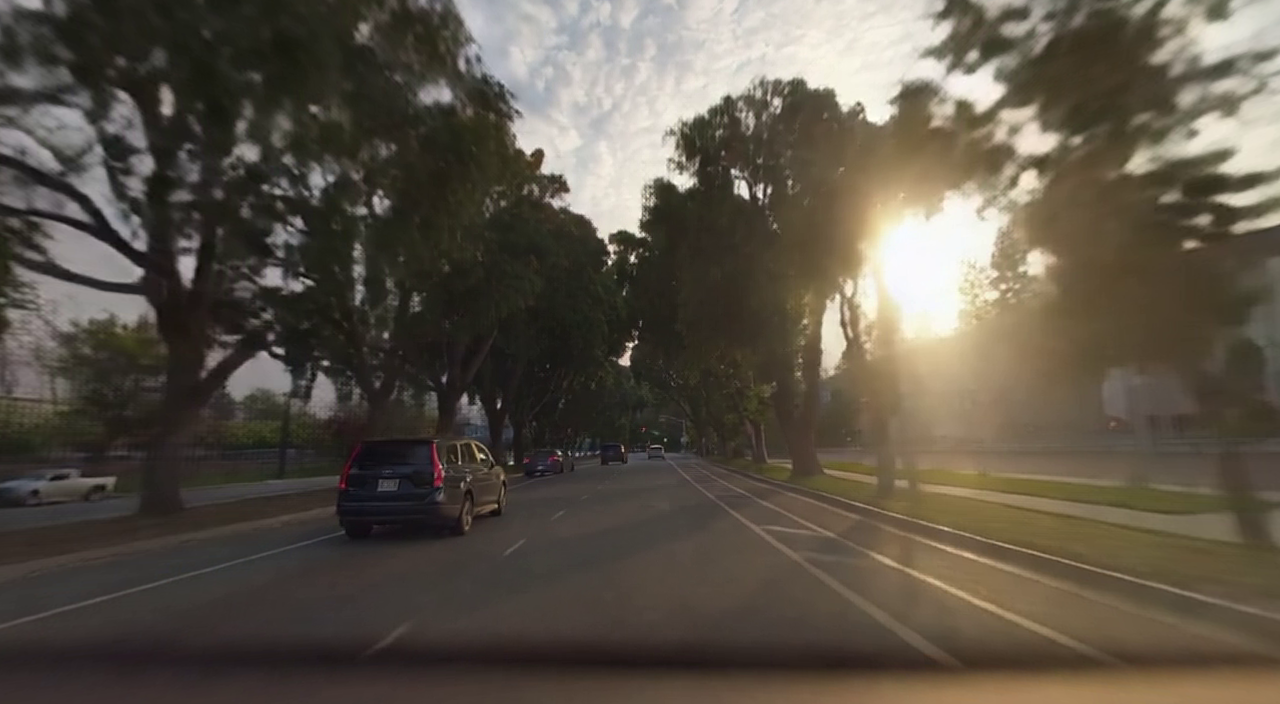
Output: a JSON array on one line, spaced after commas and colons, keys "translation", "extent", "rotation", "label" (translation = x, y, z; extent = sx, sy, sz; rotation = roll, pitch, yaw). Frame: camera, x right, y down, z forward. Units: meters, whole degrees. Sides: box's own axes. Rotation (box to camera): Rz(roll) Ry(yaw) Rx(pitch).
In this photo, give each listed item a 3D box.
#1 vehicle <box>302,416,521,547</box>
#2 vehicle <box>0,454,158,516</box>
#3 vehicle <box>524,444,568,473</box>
[{"translation": [-3.528, 2.088, 10.814], "extent": [2.123, 1.761, 4.322], "rotation": [0, -9, 0], "label": "vehicle"}, {"translation": [-22.336, 5.020, 24.517], "extent": [2.259, 1.943, 5.934], "rotation": [0, -8, 2], "label": "vehicle"}, {"translation": [-5.820, 6.645, 39.540], "extent": [1.985, 1.708, 4.310], "rotation": [-1, -9, 2], "label": "vehicle"}]
